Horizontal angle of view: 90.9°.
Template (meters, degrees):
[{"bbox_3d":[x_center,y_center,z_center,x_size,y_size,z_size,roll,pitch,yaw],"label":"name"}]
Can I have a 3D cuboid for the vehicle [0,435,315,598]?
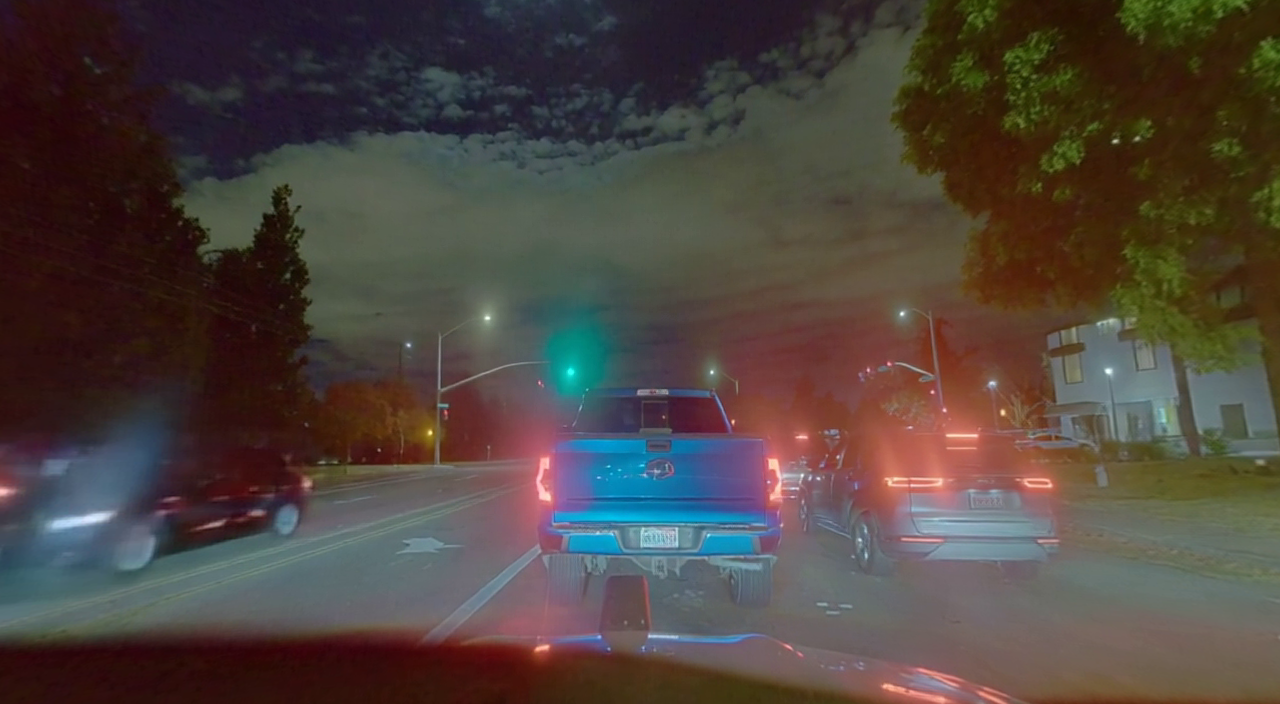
[{"bbox_3d":[-6.345,1.828,7.995,1.994,1.469,4.367,0,-8,2],"label":"vehicle"}]

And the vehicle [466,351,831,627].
[{"bbox_3d":[0.089,1.389,7.382,2.636,2.011,5.425,0,-8,1],"label":"vehicle"}]

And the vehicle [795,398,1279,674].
[{"bbox_3d":[3.332,1.501,6.479,2.155,1.667,5.162,0,-8,0],"label":"vehicle"}]
